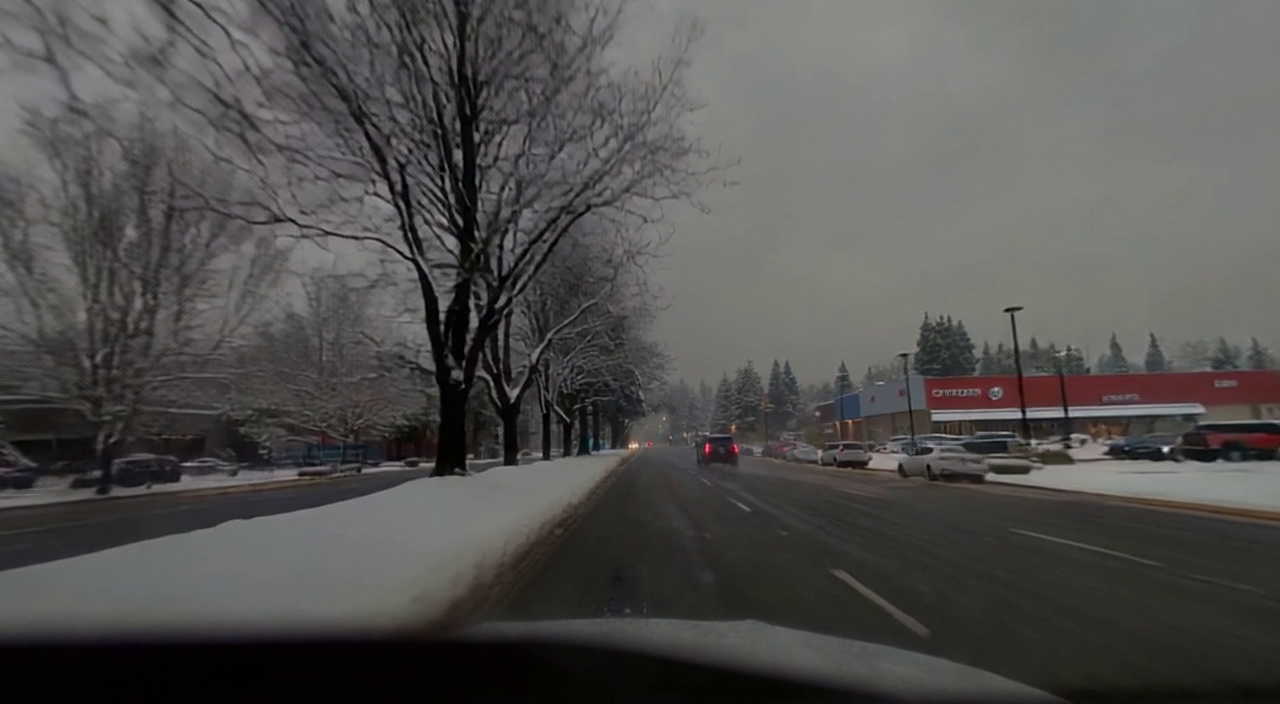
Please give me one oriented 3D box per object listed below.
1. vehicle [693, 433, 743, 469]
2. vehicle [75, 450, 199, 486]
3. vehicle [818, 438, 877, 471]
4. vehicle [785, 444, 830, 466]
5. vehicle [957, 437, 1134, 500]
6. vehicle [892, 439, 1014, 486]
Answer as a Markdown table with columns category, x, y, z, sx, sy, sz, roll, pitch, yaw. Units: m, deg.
| category | x | y | z | sx | sy | sz | roll | pitch | yaw |
| --- | --- | --- | --- | --- | --- | --- | --- | --- | --- |
| vehicle | 4.229 | 5.461 | 34.879 | 2.183 | 1.845 | 4.482 | 0 | -9 | 0 |
| vehicle | -27.185 | 6.275 | 34.201 | 4.874 | 1.859 | 2.019 | 0 | -9 | -3 |
| vehicle | 11.092 | 5.512 | 33.999 | 1.958 | 1.654 | 4.258 | -1 | -9 | 4 |
| vehicle | 11.247 | 6.921 | 42.548 | 1.824 | 1.364 | 4.238 | 0 | -9 | 0 |
| vehicle | 10.766 | 3.111 | 17.225 | 1.842 | 1.474 | 4.456 | 0 | -9 | 0 |
| vehicle | 10.944 | 3.892 | 22.515 | 1.894 | 1.469 | 4.730 | 0 | -8 | -1 |
